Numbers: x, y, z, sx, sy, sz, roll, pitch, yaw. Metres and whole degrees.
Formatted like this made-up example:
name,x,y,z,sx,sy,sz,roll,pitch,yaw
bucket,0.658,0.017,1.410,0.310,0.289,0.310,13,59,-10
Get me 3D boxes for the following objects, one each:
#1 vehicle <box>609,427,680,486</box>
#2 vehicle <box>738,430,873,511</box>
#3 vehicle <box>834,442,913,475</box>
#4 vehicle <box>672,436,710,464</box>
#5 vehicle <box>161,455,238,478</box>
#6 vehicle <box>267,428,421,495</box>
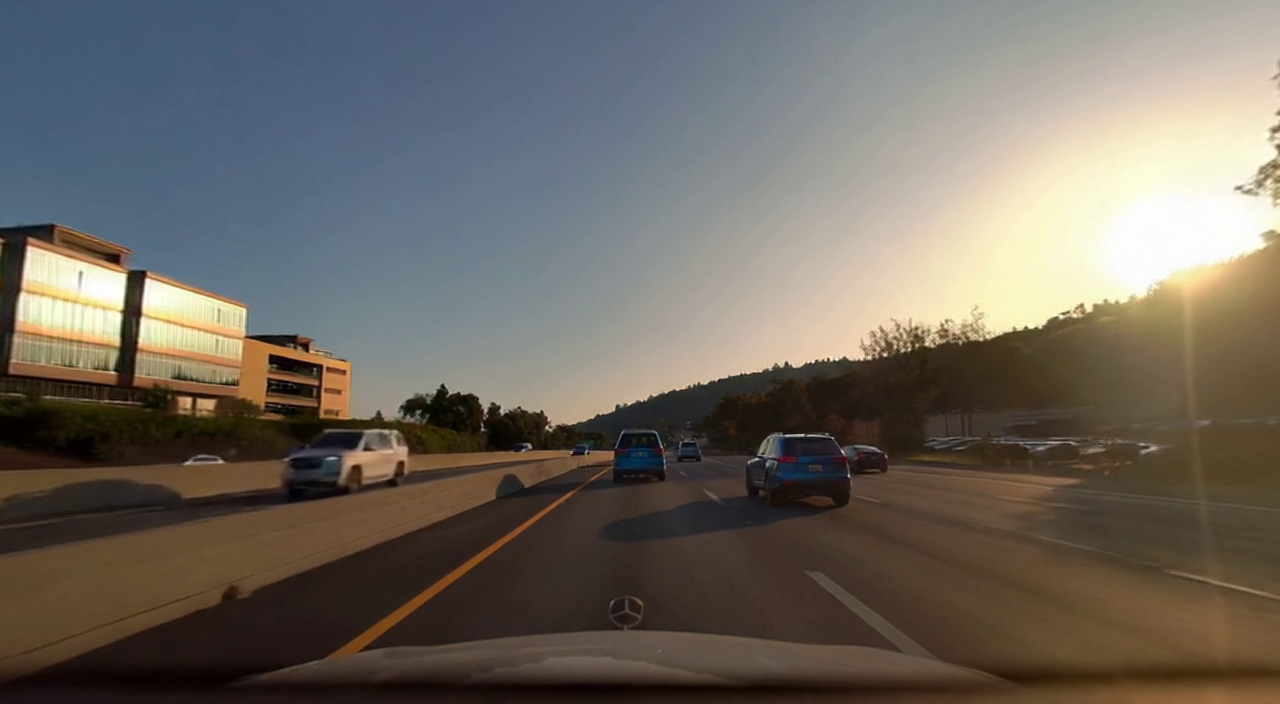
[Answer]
name,x,y,z,sx,sy,sz,roll,pitch,yaw
vehicle,0.163,3.715,22.673,2.290,1.862,4.454,0,-8,0
vehicle,3.614,2.659,14.644,2.042,1.592,4.047,0,-8,0
vehicle,10.953,5.005,29.951,2.027,1.446,4.470,0,-8,0
vehicle,3.800,7.458,47.927,2.328,1.987,5.440,0,-8,-1
vehicle,-31.328,8.133,45.066,1.912,1.493,4.743,-1,-8,3
vehicle,-10.807,4.064,23.886,2.614,2.135,6.505,0,-8,0
